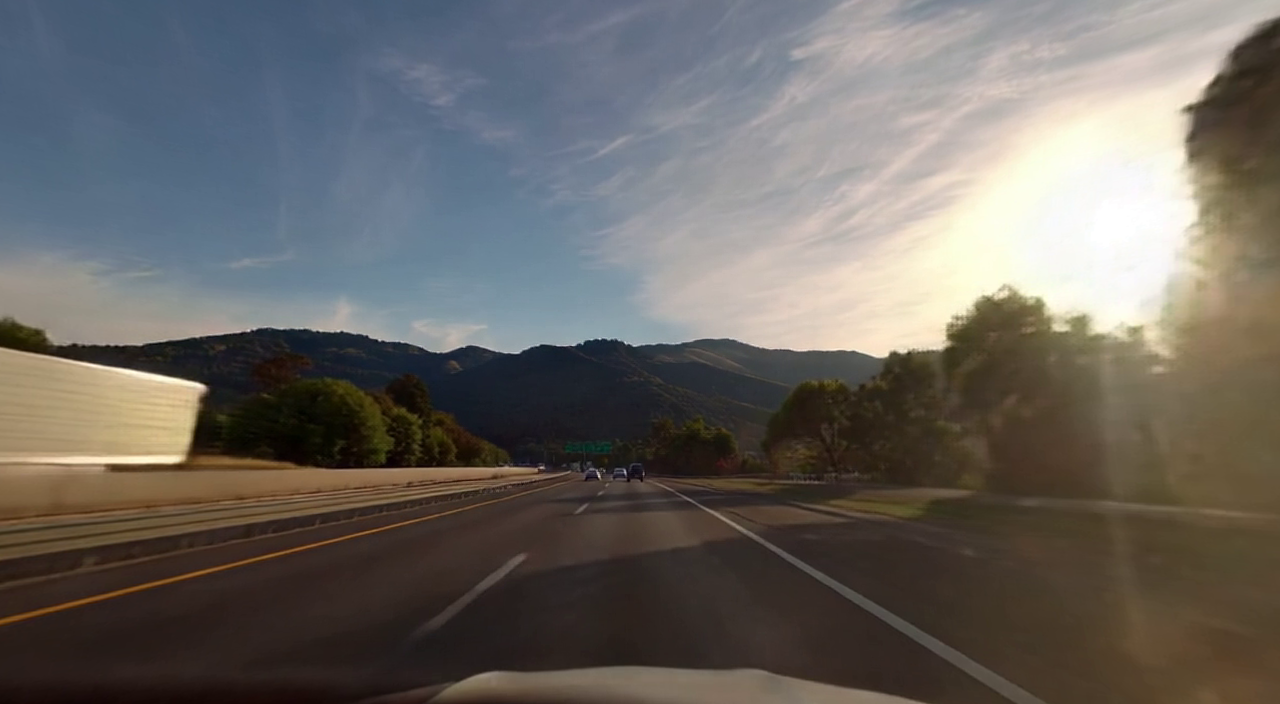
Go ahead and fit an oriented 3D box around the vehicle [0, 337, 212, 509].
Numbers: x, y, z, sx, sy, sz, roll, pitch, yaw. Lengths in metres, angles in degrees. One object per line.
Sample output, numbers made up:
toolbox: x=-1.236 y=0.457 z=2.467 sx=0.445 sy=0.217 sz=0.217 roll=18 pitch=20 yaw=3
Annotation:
vehicle: x=-16.891 y=1.755 z=15.419 sx=3.181 sy=4.029 sz=14.087 roll=1 pitch=-11 yaw=-1
